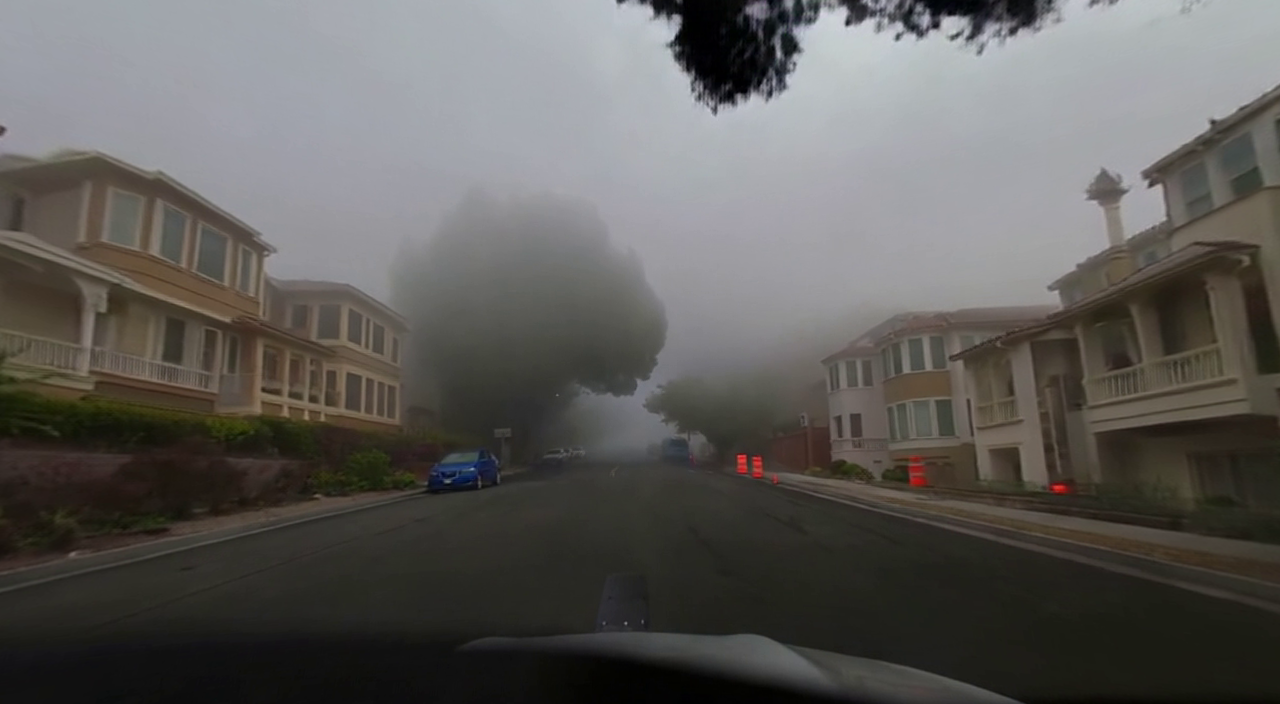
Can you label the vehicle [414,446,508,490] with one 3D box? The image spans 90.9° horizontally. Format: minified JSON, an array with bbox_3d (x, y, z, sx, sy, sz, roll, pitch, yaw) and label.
[{"bbox_3d":[-6.651,4.341,24.006,2.137,1.481,4.503,0,-9,1],"label":"vehicle"}]
